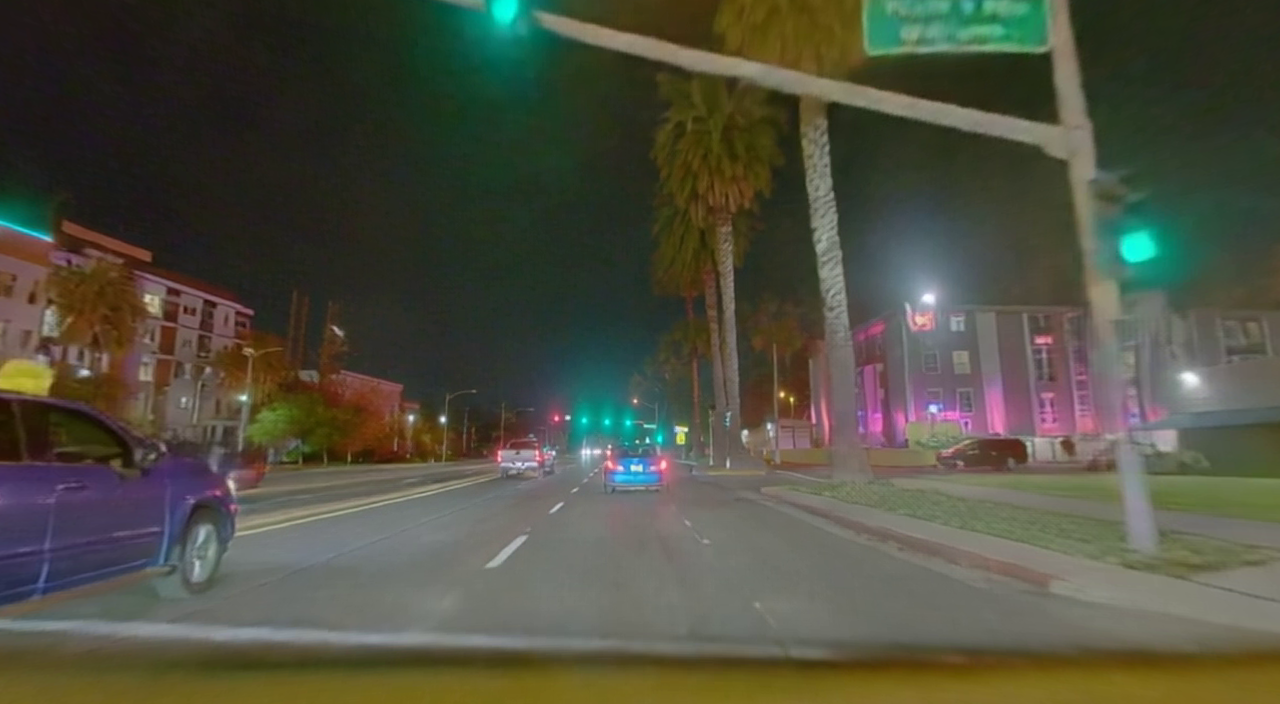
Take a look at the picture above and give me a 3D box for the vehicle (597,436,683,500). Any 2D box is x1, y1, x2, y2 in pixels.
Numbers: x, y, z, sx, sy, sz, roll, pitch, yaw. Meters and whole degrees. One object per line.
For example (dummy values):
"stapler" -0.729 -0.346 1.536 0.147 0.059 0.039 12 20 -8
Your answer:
"vehicle" -0.073 3.194 17.672 2.122 1.562 4.152 0 -8 -2

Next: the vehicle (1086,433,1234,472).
"vehicle" 26.767 5.197 32.464 5.602 1.903 2.128 0 -8 2

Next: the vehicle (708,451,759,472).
"vehicle" 6.008 6.944 39.994 2.949 1.209 3.070 -2 -9 14

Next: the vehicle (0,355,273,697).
"vehicle" -4.691 0.916 3.077 2.187 1.904 6.103 0 -8 -1

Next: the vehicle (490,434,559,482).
"vehicle" -5.441 5.091 30.598 2.447 2.062 5.911 0 -8 -2
